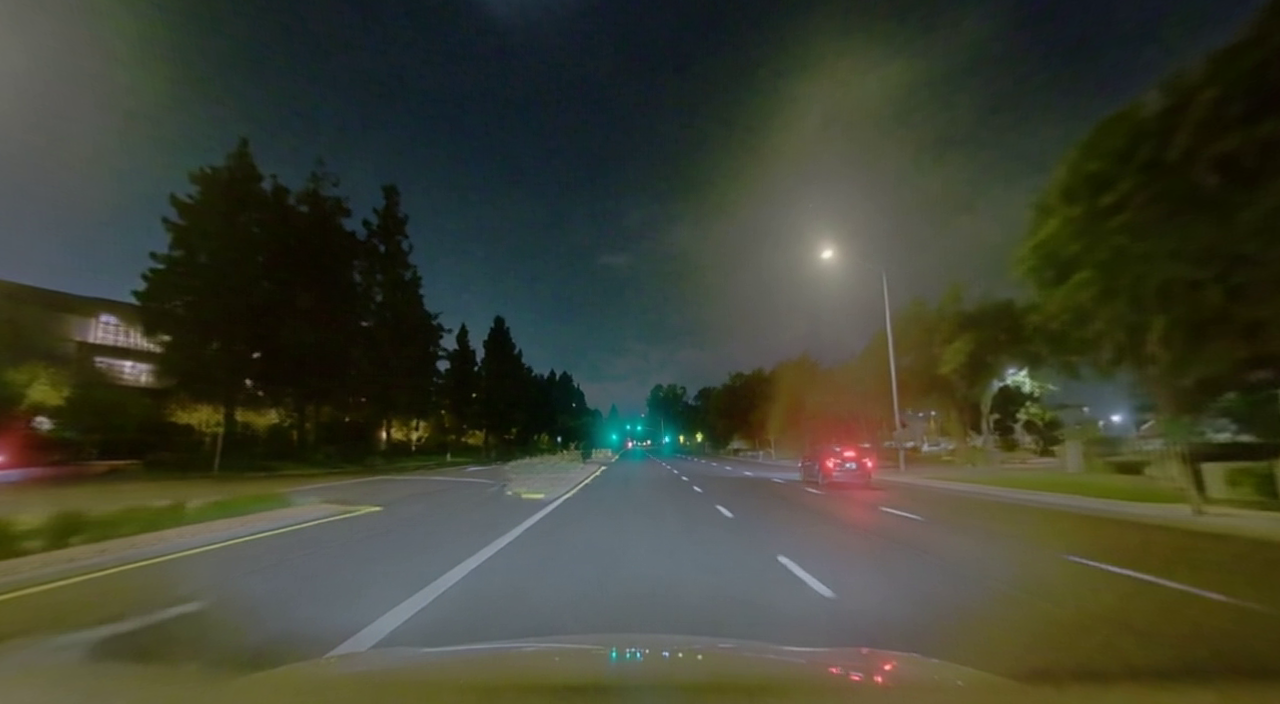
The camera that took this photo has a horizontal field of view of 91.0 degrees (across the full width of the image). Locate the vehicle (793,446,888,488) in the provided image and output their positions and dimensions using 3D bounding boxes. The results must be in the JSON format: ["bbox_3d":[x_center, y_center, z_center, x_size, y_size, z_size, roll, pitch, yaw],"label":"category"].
[{"bbox_3d":[7.449,4.306,23.897,2.054,1.421,4.487,0,-9,-1],"label":"vehicle"}]
